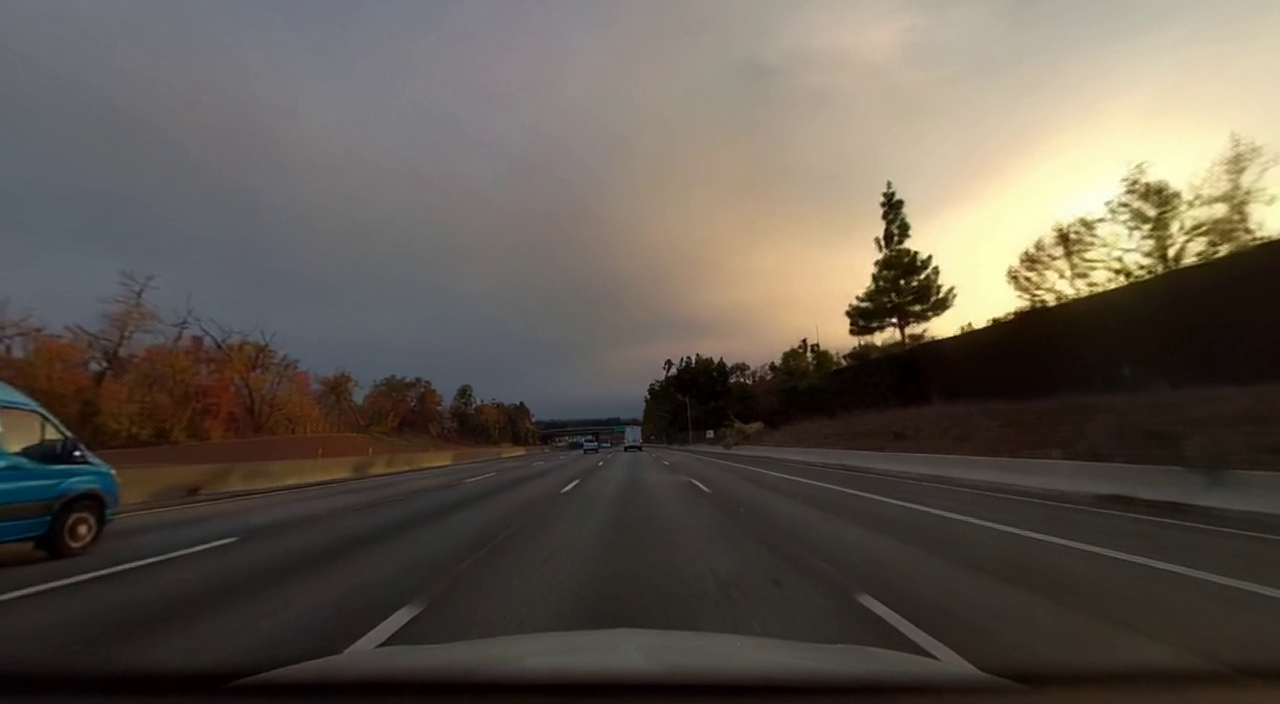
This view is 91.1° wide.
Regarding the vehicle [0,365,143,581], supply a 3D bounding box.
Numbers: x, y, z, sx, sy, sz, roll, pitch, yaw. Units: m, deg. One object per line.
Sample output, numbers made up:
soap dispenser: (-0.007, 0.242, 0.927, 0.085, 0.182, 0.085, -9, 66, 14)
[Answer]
vehicle: (-6.991, 0.986, 4.797, 2.150, 1.996, 5.341, 0, -8, -2)
